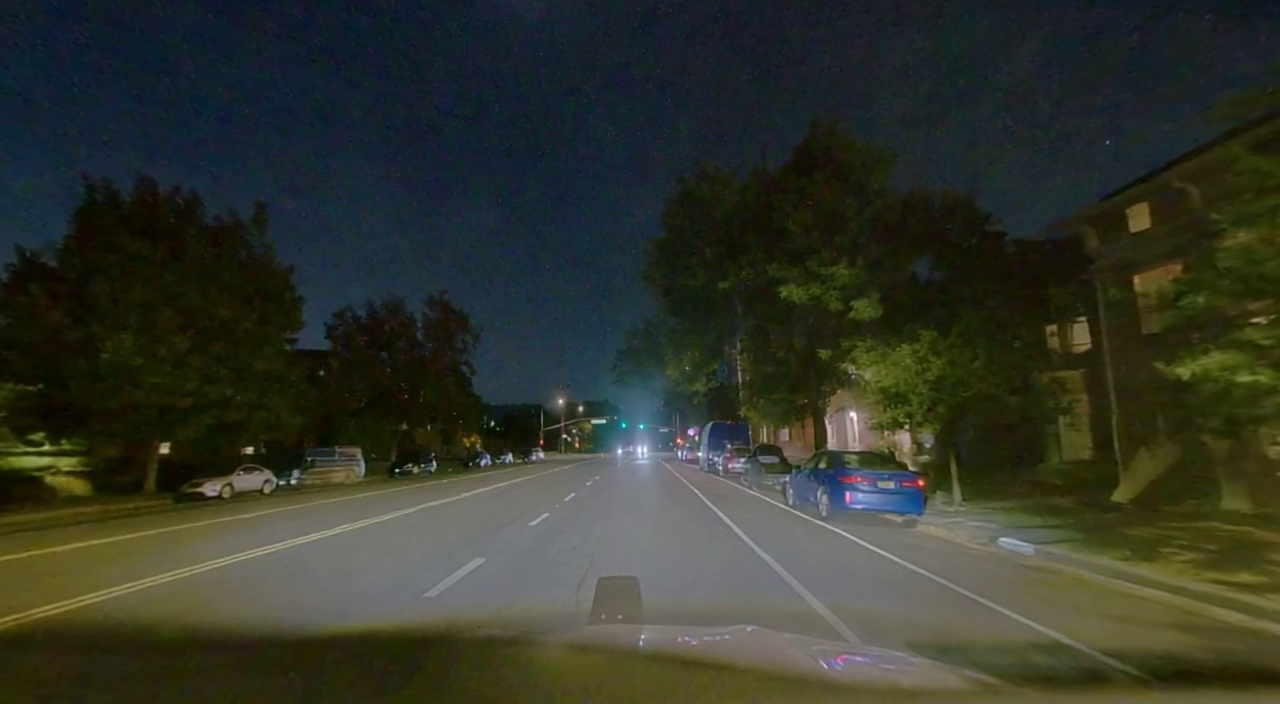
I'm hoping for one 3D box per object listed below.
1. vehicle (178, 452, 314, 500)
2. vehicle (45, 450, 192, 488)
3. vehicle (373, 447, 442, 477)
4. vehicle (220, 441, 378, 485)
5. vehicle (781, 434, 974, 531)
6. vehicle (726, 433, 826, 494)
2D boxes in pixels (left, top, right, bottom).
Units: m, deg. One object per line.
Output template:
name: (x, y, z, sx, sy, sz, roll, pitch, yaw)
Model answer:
vehicle: (-13.640, 4.277, 22.246, 2.141, 1.463, 4.245, 0, -8, -2)
vehicle: (-21.287, 4.769, 25.959, 4.112, 1.474, 2.134, 0, -9, -2)
vehicle: (-13.680, 6.486, 37.504, 2.045, 1.636, 5.214, 0, -8, 1)
vehicle: (-15.384, 5.034, 28.823, 5.783, 1.904, 2.289, 0, -9, -3)
vehicle: (4.262, 2.389, 12.203, 1.862, 1.515, 4.233, 0, -9, -4)
vehicle: (4.201, 3.524, 20.329, 2.067, 1.706, 4.506, 0, -9, -2)
